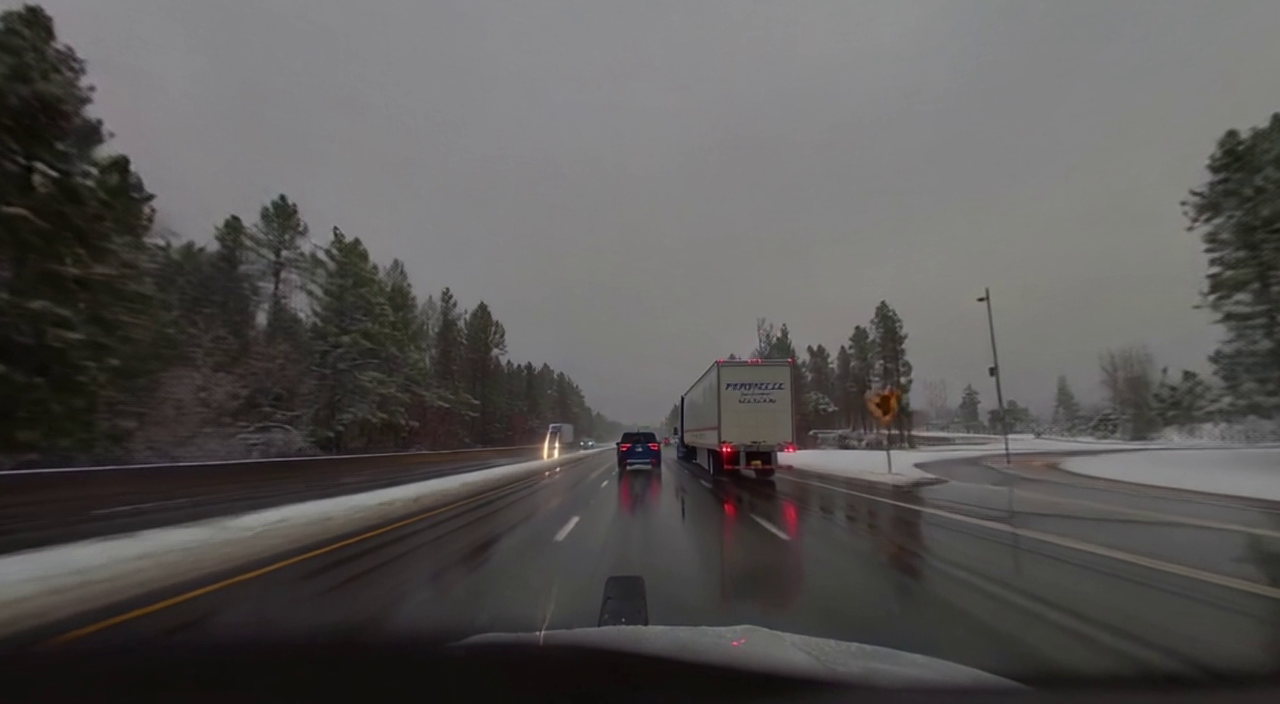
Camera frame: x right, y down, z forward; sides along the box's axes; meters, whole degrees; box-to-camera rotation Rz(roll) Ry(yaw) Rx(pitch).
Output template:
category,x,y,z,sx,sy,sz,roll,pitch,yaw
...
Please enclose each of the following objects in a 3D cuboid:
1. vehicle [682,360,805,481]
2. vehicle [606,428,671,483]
category,x,y,z,sx,sy,sz,roll,pitch,yaw
vehicle,4.079,3.577,29.934,2.899,4.160,16.621,0,-9,-1
vehicle,-0.067,3.854,23.739,2.222,1.848,4.610,0,-9,0
